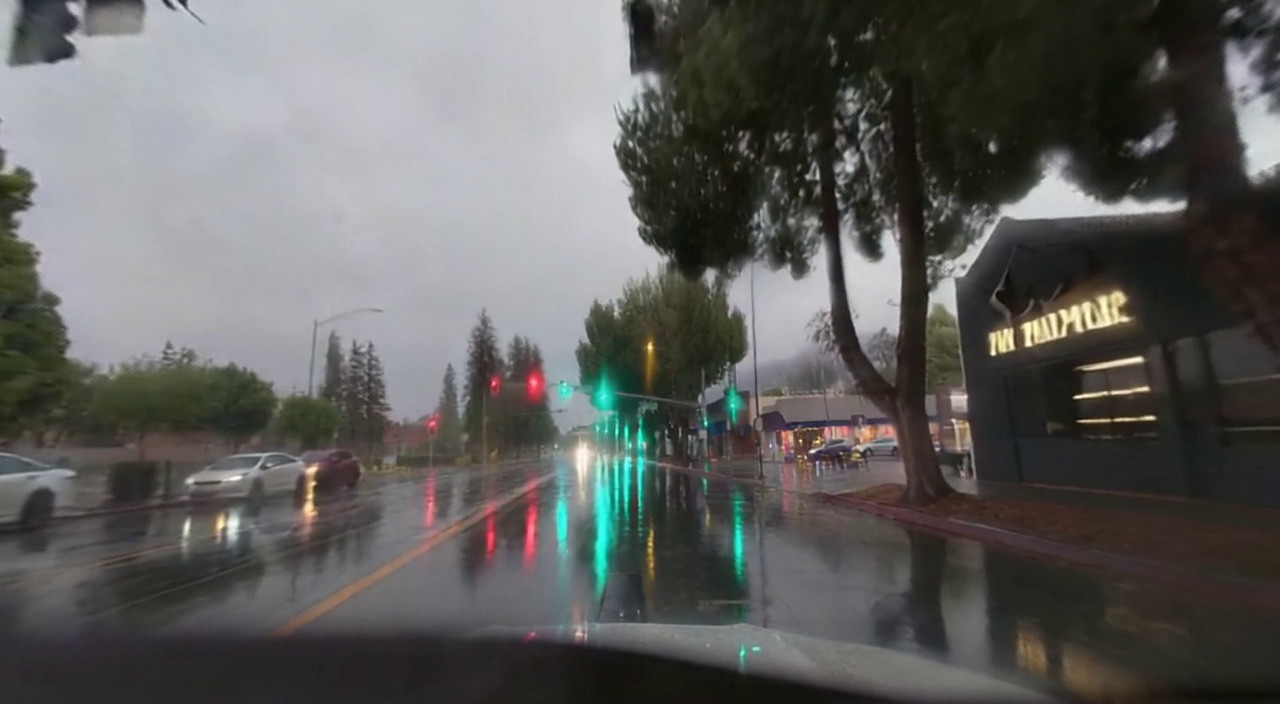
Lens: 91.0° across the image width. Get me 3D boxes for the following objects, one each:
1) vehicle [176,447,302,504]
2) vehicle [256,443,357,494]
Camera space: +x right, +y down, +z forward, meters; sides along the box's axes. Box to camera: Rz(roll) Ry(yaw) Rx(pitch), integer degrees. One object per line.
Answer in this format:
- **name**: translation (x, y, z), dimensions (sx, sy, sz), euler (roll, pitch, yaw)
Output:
- **vehicle**: translation (-13.315, 4.067, 21.212), dimensions (1.923, 1.706, 3.802), euler (0, -8, -5)
- **vehicle**: translation (-13.511, 4.751, 25.850), dimensions (1.944, 1.742, 4.507), euler (-4, -9, -4)
